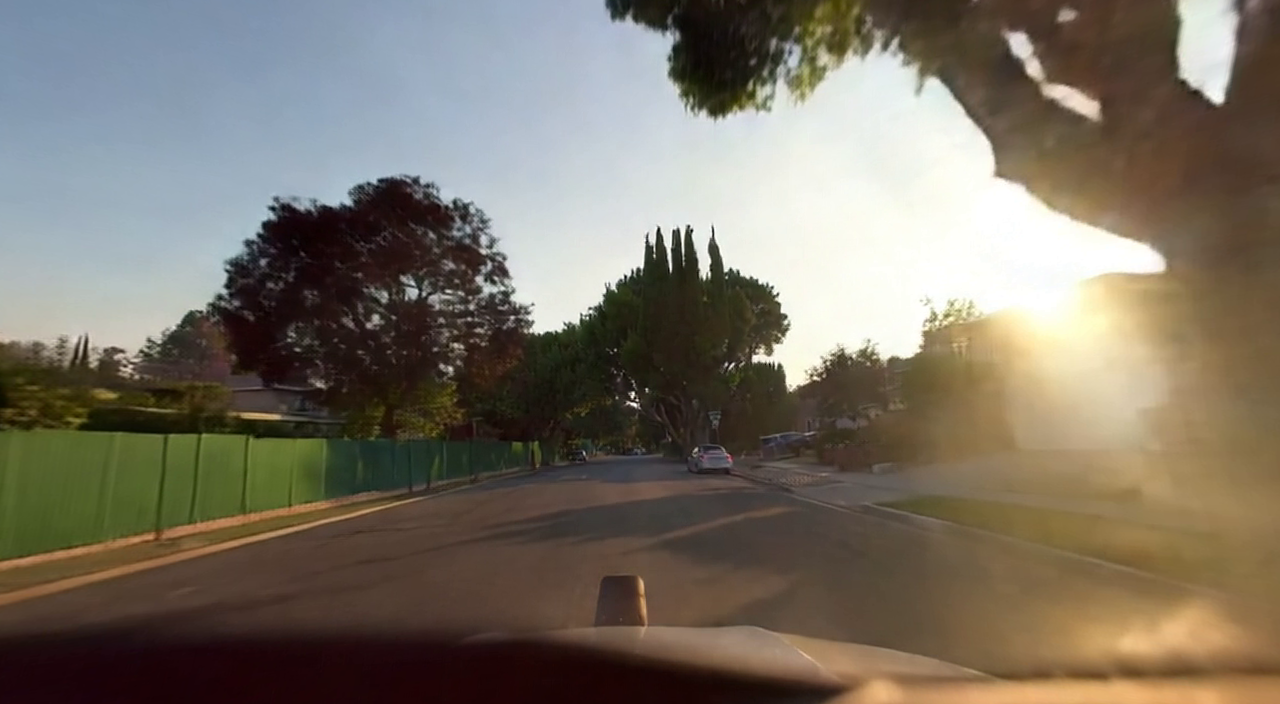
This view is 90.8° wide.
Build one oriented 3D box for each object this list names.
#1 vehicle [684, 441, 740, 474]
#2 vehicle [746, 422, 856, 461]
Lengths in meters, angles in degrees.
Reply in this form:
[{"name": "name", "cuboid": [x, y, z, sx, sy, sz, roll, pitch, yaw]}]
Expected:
[{"name": "vehicle", "cuboid": [3.569, 5.304, 32.133, 2.051, 1.524, 5.047, 0, -8, -2]}, {"name": "vehicle", "cuboid": [9.614, 5.418, 38.217, 5.935, 1.911, 2.236, -4, -9, 0]}]
